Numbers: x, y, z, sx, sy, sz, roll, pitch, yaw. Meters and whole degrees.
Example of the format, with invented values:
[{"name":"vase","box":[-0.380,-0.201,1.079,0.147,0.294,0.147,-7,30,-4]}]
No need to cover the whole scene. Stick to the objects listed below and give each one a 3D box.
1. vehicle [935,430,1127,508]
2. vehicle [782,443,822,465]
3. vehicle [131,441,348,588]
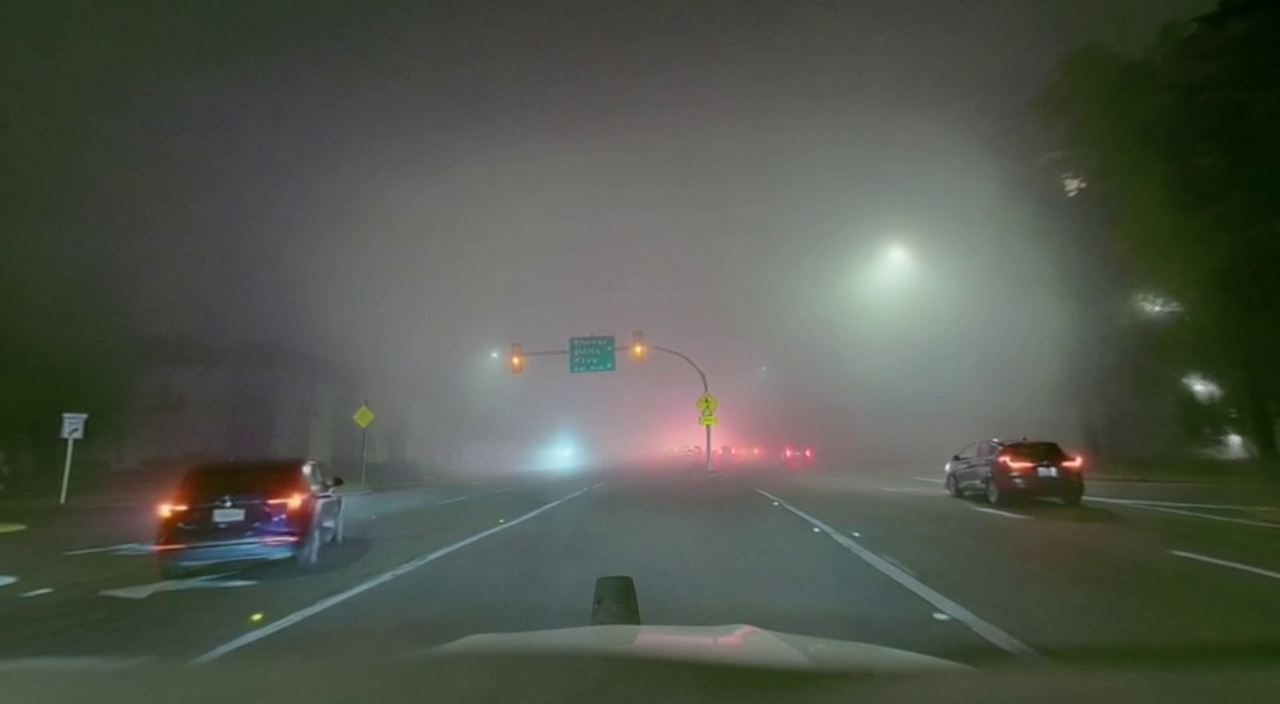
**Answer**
[{"name":"vehicle","box":[9.099,2.747,15.117,2.007,1.586,4.210,-1,-9,3]},{"name":"vehicle","box":[11.636,7.324,45.211,1.931,1.475,4.092,-1,-9,3]},{"name":"vehicle","box":[-5.515,2.050,8.786,2.014,1.525,3.670,5,-10,-32]}]
